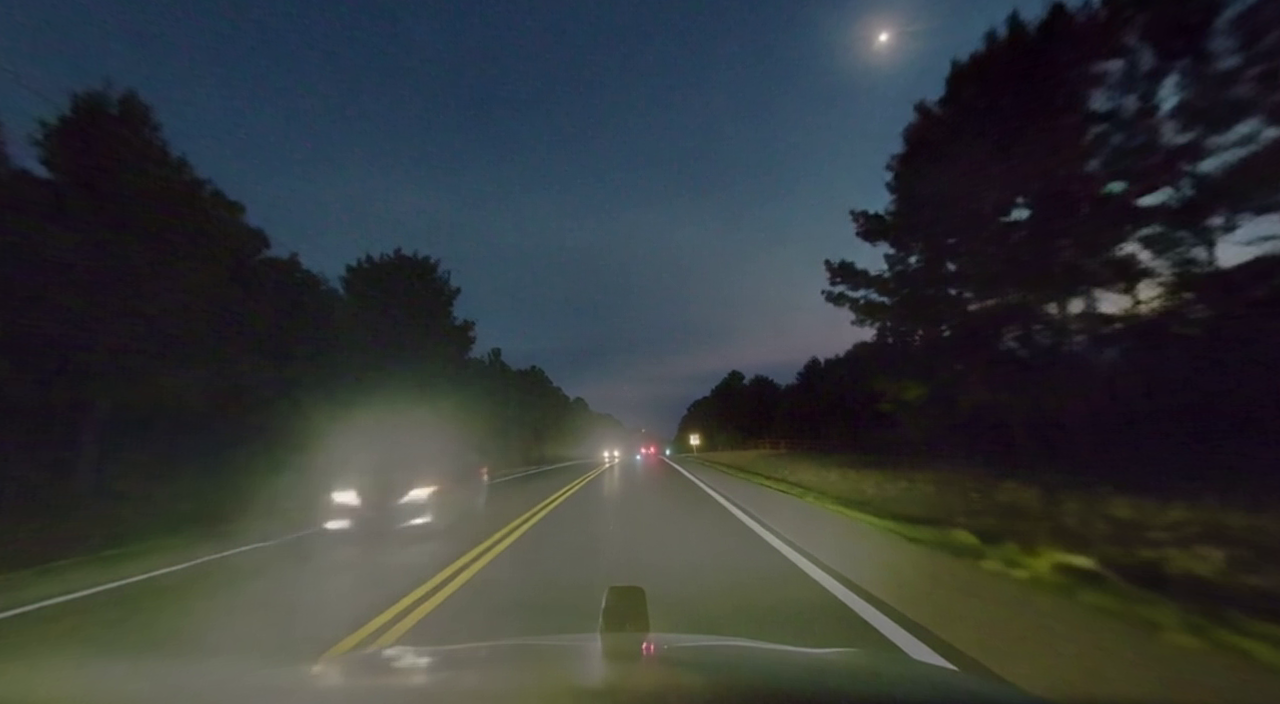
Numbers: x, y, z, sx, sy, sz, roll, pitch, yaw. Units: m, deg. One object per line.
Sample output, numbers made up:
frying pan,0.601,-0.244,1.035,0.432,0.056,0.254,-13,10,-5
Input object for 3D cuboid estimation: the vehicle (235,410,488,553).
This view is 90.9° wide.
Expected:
vehicle,-4.015,1.943,10.149,2.041,1.771,4.452,0,-8,0
